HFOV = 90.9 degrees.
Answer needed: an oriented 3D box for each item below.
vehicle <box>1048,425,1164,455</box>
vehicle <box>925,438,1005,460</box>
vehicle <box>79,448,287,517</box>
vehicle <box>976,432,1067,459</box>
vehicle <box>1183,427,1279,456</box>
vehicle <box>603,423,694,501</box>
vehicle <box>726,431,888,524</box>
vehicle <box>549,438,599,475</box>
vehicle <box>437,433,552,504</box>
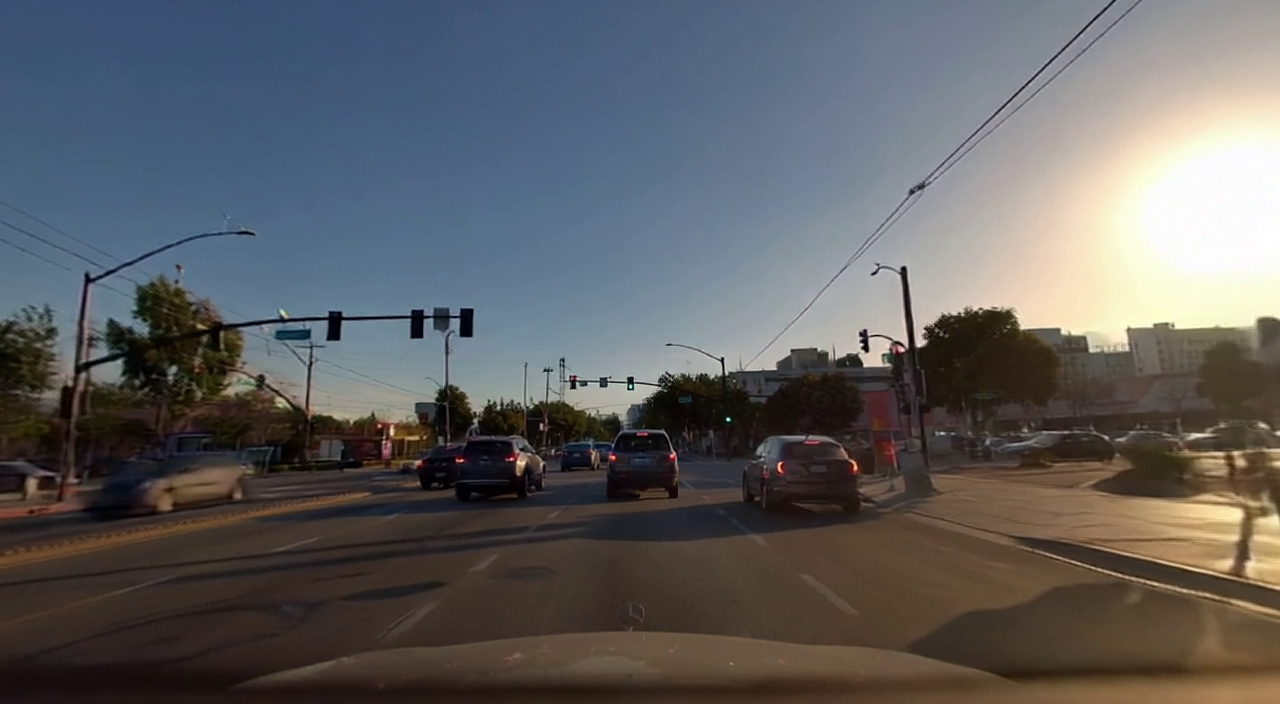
[{"bbox_3d":[29.814,5.707,40.531,5.516,1.780,2.064,-2,-9,9],"label":"vehicle"},{"bbox_3d":[21.517,6.434,41.851,4.315,1.461,1.803,-1,-9,6],"label":"vehicle"},{"bbox_3d":[-11.391,3.230,16.218,1.900,1.494,4.489,0,-8,1],"label":"vehicle"},{"bbox_3d":[23.216,5.714,38.505,4.236,1.617,1.832,-1,-9,10],"label":"vehicle"},{"bbox_3d":[37.139,5.571,39.251,4.409,1.696,2.180,-2,-9,12],"label":"vehicle"},{"bbox_3d":[0.239,2.811,16.433,2.075,1.770,4.018,0,-8,1],"label":"vehicle"},{"bbox_3d":[2.997,2.356,12.426,2.030,1.492,4.383,0,-8,1],"label":"vehicle"},{"bbox_3d":[-3.086,5.006,30.286,1.894,1.642,3.861,0,-8,2],"label":"vehicle"},{"bbox_3d":[-3.625,2.974,16.514,1.886,1.599,4.247,0,-8,2],"label":"vehicle"}]
